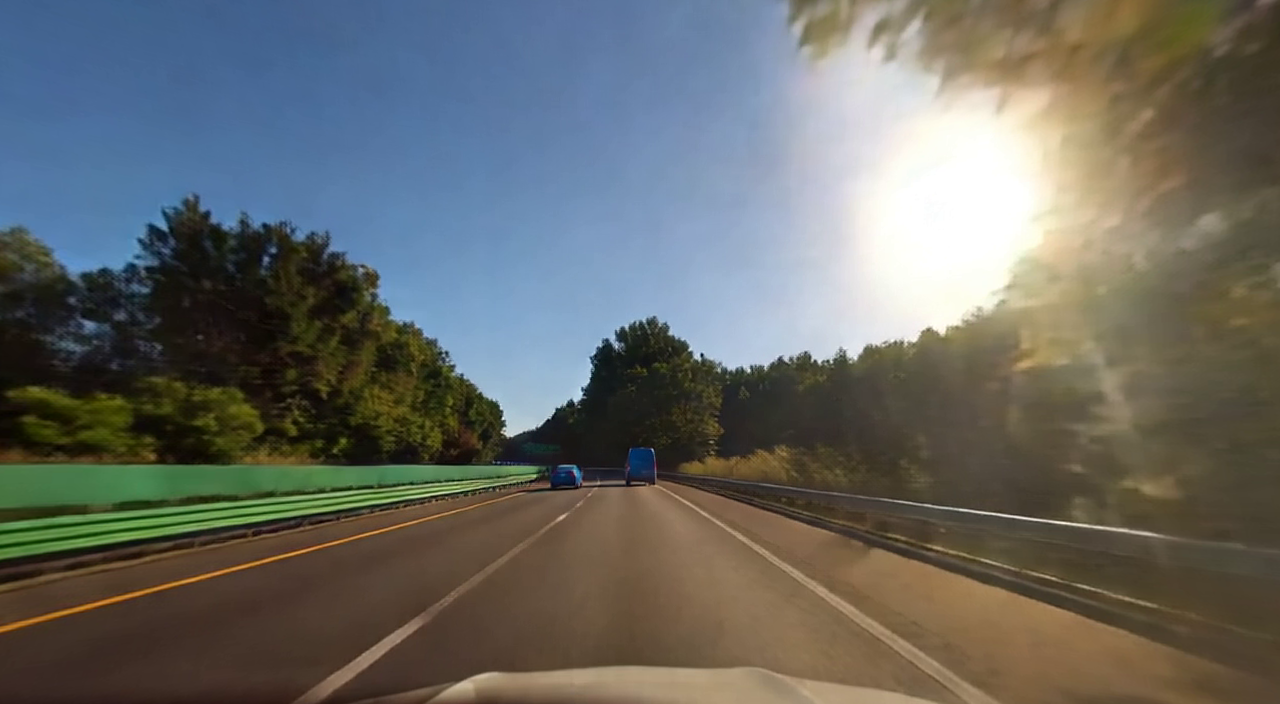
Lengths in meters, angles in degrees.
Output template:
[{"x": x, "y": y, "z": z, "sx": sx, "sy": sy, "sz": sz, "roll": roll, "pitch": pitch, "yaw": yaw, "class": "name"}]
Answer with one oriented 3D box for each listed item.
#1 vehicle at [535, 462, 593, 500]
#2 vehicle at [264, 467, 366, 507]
[{"x": -3.281, "y": 5.694, "z": 27.918, "sx": 2.038, "sy": 1.490, "sz": 4.391, "roll": 1, "pitch": -11, "yaw": 0, "class": "vehicle"}, {"x": -12.278, "y": 5.107, "z": 24.102, "sx": 1.782, "sy": 1.376, "sz": 3.933, "roll": 1, "pitch": -11, "yaw": -1, "class": "vehicle"}]
